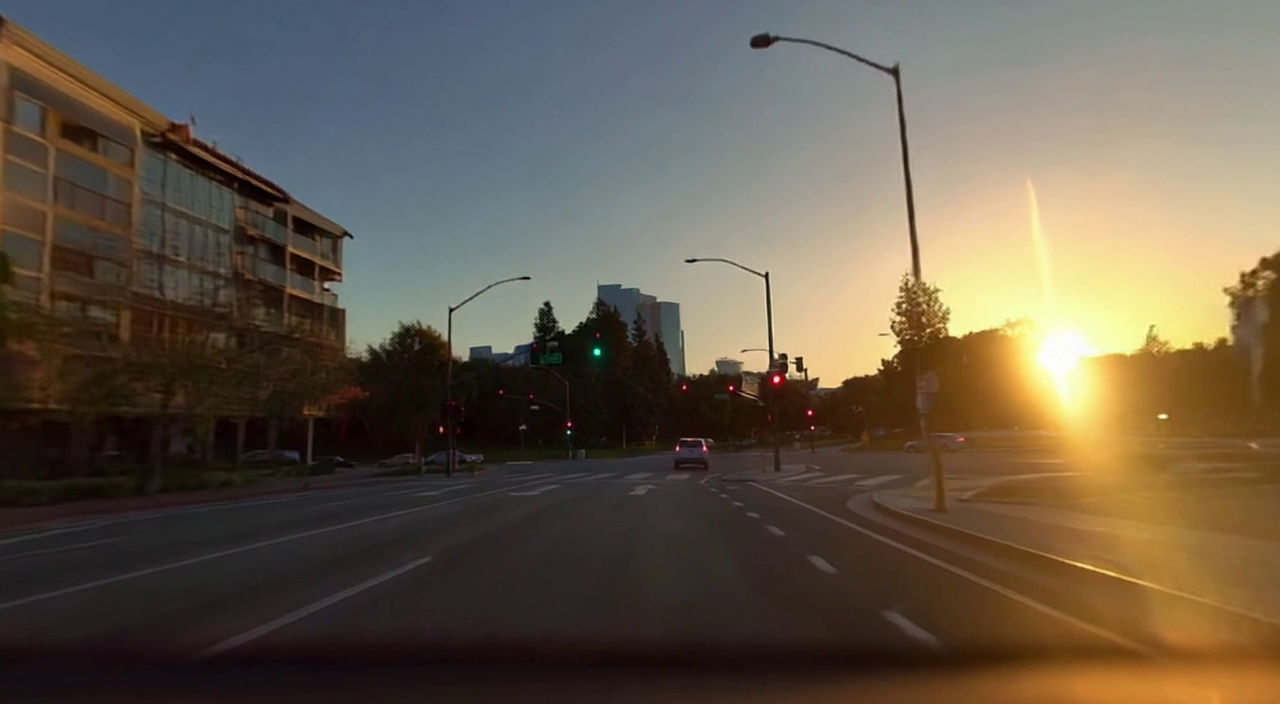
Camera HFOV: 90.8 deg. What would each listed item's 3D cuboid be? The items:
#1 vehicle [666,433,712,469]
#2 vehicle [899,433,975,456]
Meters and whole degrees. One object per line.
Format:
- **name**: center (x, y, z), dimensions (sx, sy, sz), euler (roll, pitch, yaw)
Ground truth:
- **vehicle**: center (2.725, 5.349, 34.380), dimensions (2.230, 1.827, 4.298), euler (-1, -8, 8)
- **vehicle**: center (22.300, 6.931, 47.489), dimensions (4.952, 1.517, 1.997), euler (-6, -7, 25)
